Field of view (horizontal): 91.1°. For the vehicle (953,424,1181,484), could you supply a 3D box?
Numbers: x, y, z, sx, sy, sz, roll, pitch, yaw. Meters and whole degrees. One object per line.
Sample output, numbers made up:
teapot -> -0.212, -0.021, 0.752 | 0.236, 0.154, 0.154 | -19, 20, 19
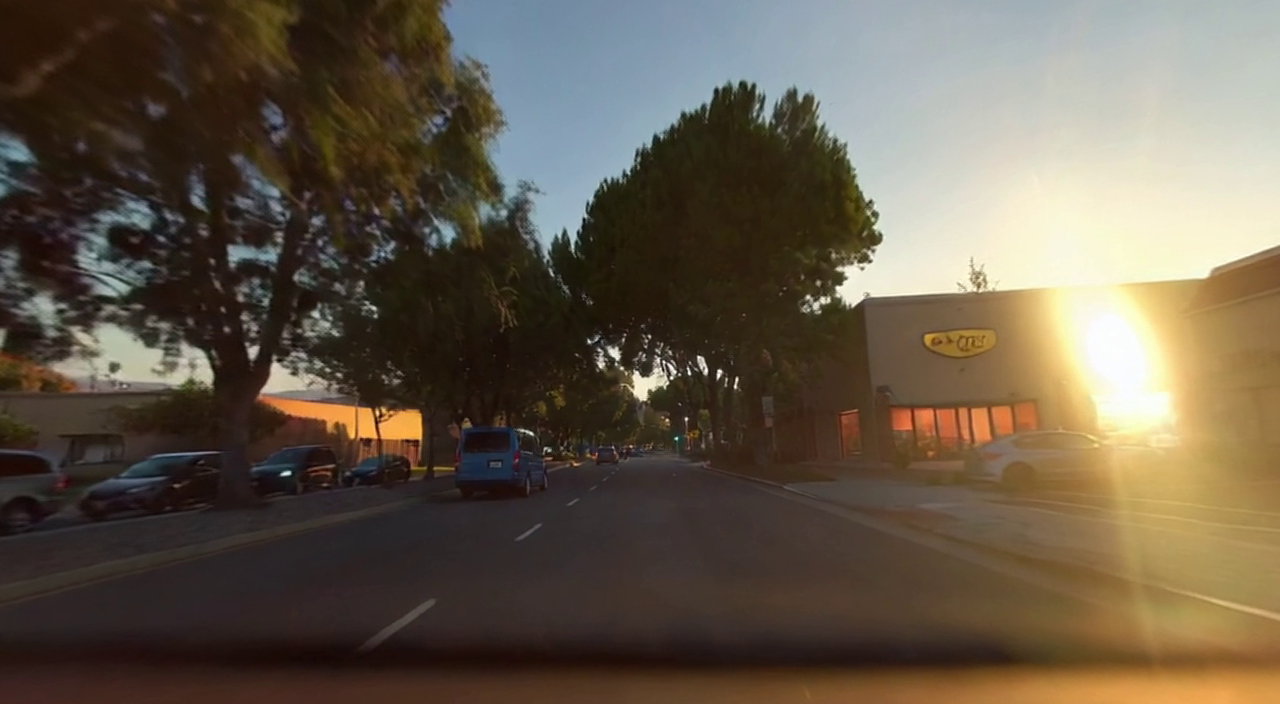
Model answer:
vehicle -> 11.280, 2.726, 16.874 | 4.607, 1.471, 1.982 | 0, -9, 1

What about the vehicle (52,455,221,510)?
vehicle -> -15.636, 4.026, 19.865 | 1.785, 1.476, 4.293 | 0, -9, 0

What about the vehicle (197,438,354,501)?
vehicle -> -11.769, 3.795, 20.758 | 2.332, 1.815, 4.639 | 0, -9, 1

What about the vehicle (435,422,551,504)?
vehicle -> -3.974, 3.110, 18.034 | 2.152, 1.987, 4.952 | 0, -9, 0

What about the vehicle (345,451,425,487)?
vehicle -> -11.231, 5.170, 28.029 | 1.812, 1.405, 4.305 | 0, -9, -1
